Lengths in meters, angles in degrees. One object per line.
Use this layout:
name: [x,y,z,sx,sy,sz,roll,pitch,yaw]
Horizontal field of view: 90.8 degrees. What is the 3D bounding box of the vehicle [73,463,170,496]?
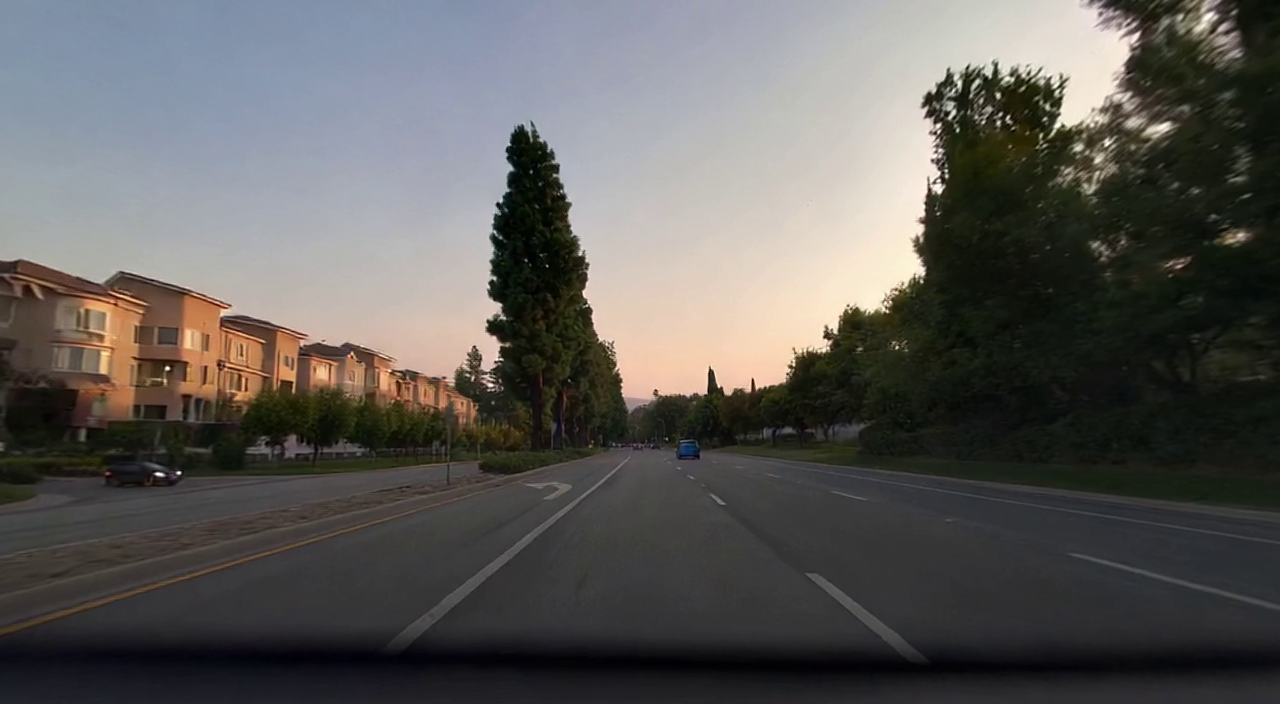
vehicle: [-30.597,7.482,37.309,4.524,1.742,2.284,-3,-9,20]
